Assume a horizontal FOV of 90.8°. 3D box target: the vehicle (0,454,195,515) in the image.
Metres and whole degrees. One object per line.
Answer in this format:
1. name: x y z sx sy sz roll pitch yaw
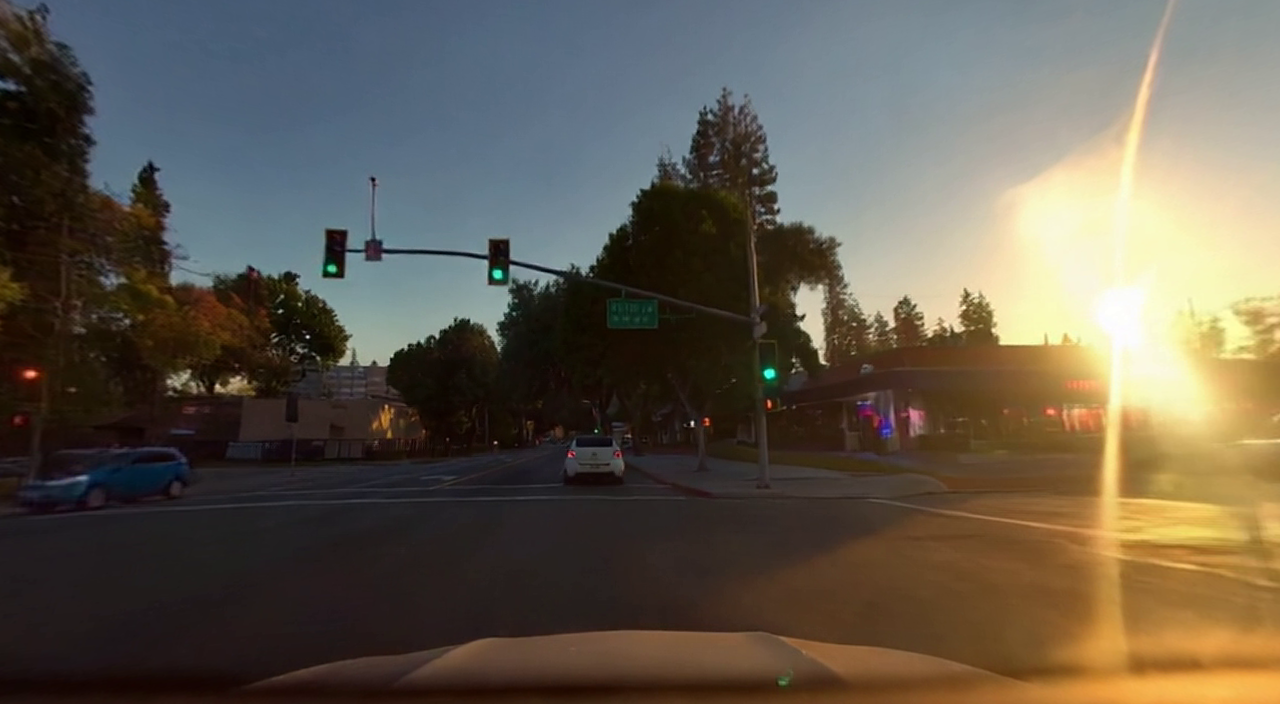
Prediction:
1. vehicle: -16.149 3.834 18.882 1.873 1.483 4.657 -1 -8 7

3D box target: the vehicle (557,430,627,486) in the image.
1. vehicle: -1.650 3.654 22.085 2.227 1.733 3.930 0 -8 -4
